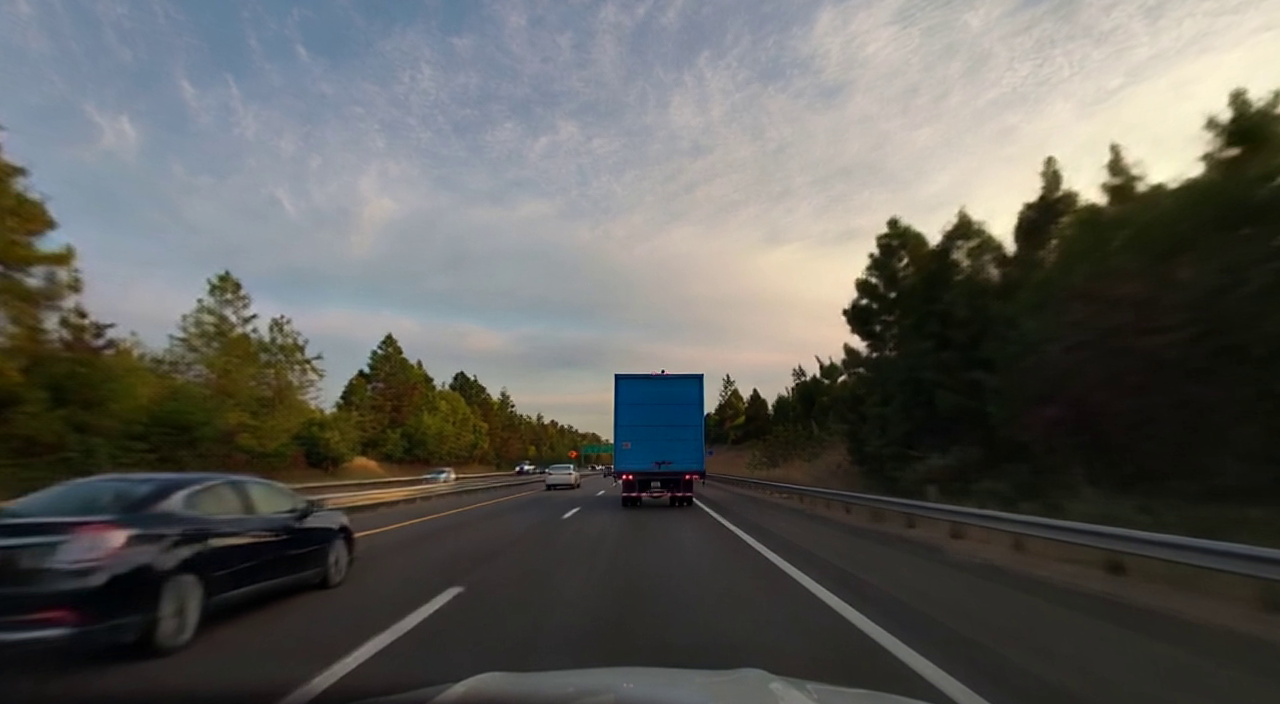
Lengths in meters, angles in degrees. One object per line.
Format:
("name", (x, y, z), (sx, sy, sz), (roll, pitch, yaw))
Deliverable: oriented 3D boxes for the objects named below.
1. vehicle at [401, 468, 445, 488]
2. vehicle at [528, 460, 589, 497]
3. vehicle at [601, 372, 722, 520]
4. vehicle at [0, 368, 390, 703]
("vehicle", (-16.305, 9.518, 47.584), (1.737, 1.393, 4.108), (0, -10, 1))
("vehicle", (-3.597, 5.722, 28.769), (2.079, 1.506, 4.821), (0, -10, 1))
("vehicle", (0.571, 3.212, 20.676), (3.008, 3.678, 9.512), (1, -10, 0))
("vehicle", (-3.787, 1.246, 4.498), (2.076, 1.691, 4.555), (1, -10, 0))
